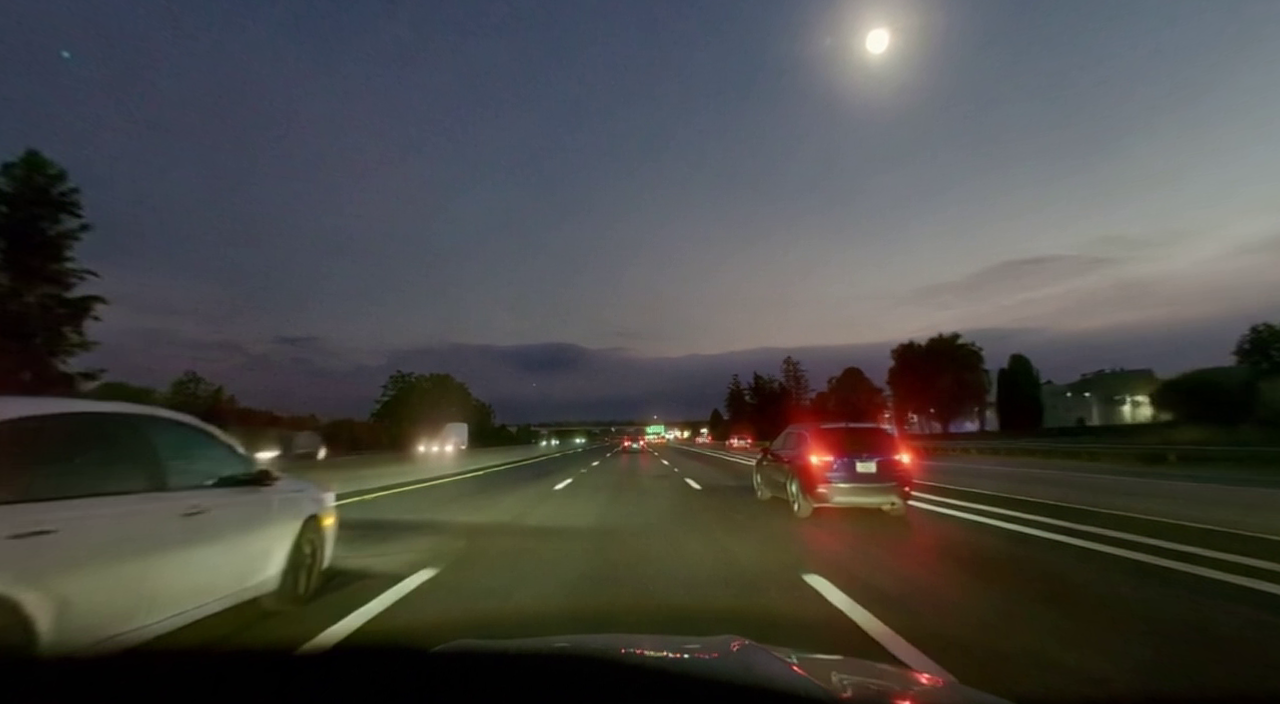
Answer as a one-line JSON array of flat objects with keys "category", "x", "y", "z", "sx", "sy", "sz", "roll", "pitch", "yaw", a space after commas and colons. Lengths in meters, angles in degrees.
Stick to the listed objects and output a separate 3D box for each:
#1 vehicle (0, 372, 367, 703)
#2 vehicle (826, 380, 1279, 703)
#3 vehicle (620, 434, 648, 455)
[{"category": "vehicle", "x": -3.519, "y": 1.019, "z": 3.402, "sx": 1.993, "sy": 1.629, "sz": 4.674, "roll": 0, "pitch": -8, "yaw": 0}, {"category": "vehicle", "x": 3.427, "y": 1.265, "z": 5.056, "sx": 2.240, "sy": 1.646, "sz": 4.949, "roll": 0, "pitch": -8, "yaw": -1}, {"category": "vehicle", "x": -0.435, "y": 7.247, "z": 49.452, "sx": 2.103, "sy": 1.512, "sz": 4.155, "roll": 0, "pitch": -8, "yaw": -1}]
